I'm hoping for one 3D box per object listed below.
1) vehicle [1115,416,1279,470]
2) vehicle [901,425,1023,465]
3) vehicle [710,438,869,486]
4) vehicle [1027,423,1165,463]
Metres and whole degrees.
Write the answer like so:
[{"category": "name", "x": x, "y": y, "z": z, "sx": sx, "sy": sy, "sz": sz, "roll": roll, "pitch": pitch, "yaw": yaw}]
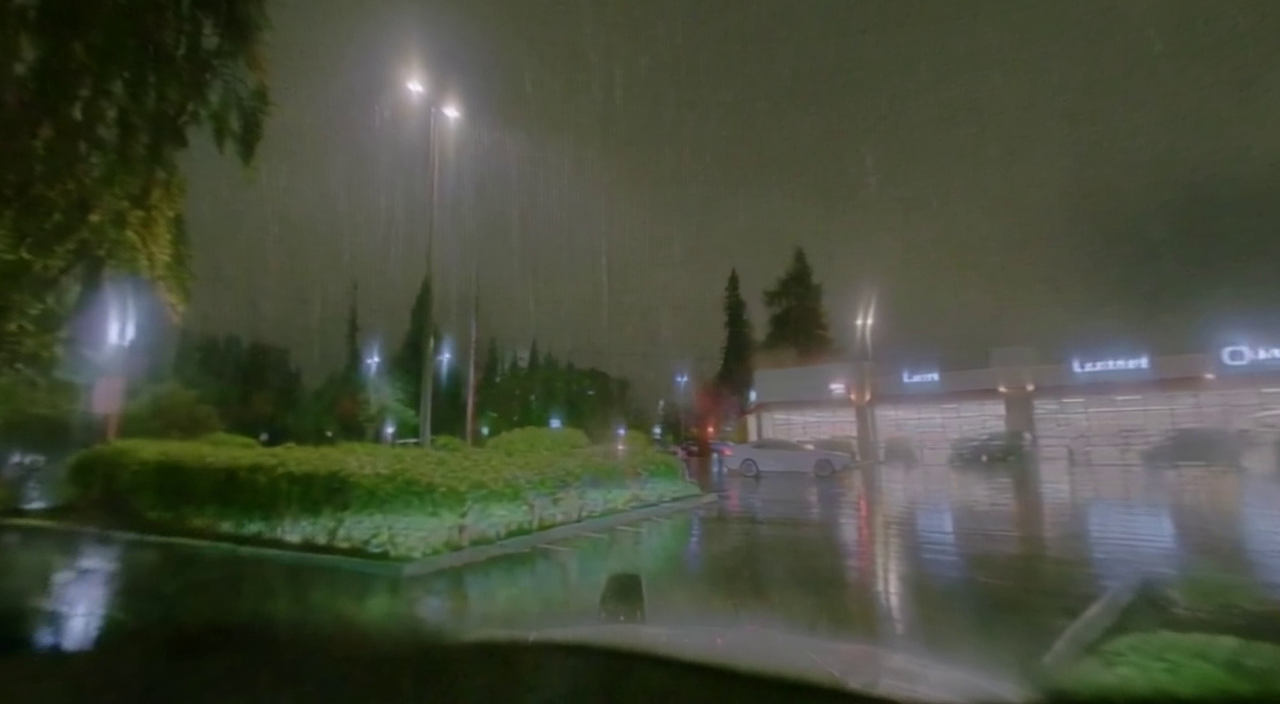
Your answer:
[{"category": "vehicle", "x": 17.984, "y": 2.911, "z": 20.217, "sx": 4.030, "sy": 1.556, "sz": 2.057, "roll": -5, "pitch": -9, "yaw": 27}, {"category": "vehicle", "x": 15.450, "y": 4.511, "z": 30.538, "sx": 4.939, "sy": 1.664, "sz": 2.055, "roll": -6, "pitch": -6, "yaw": 26}, {"category": "vehicle", "x": 4.939, "y": 3.620, "z": 21.080, "sx": 4.772, "sy": 1.441, "sz": 1.976, "roll": -5, "pitch": -9, "yaw": 27}, {"category": "vehicle", "x": 20.199, "y": 4.077, "z": 28.274, "sx": 4.666, "sy": 1.634, "sz": 1.816, "roll": -4, "pitch": -11, "yaw": 25}]
